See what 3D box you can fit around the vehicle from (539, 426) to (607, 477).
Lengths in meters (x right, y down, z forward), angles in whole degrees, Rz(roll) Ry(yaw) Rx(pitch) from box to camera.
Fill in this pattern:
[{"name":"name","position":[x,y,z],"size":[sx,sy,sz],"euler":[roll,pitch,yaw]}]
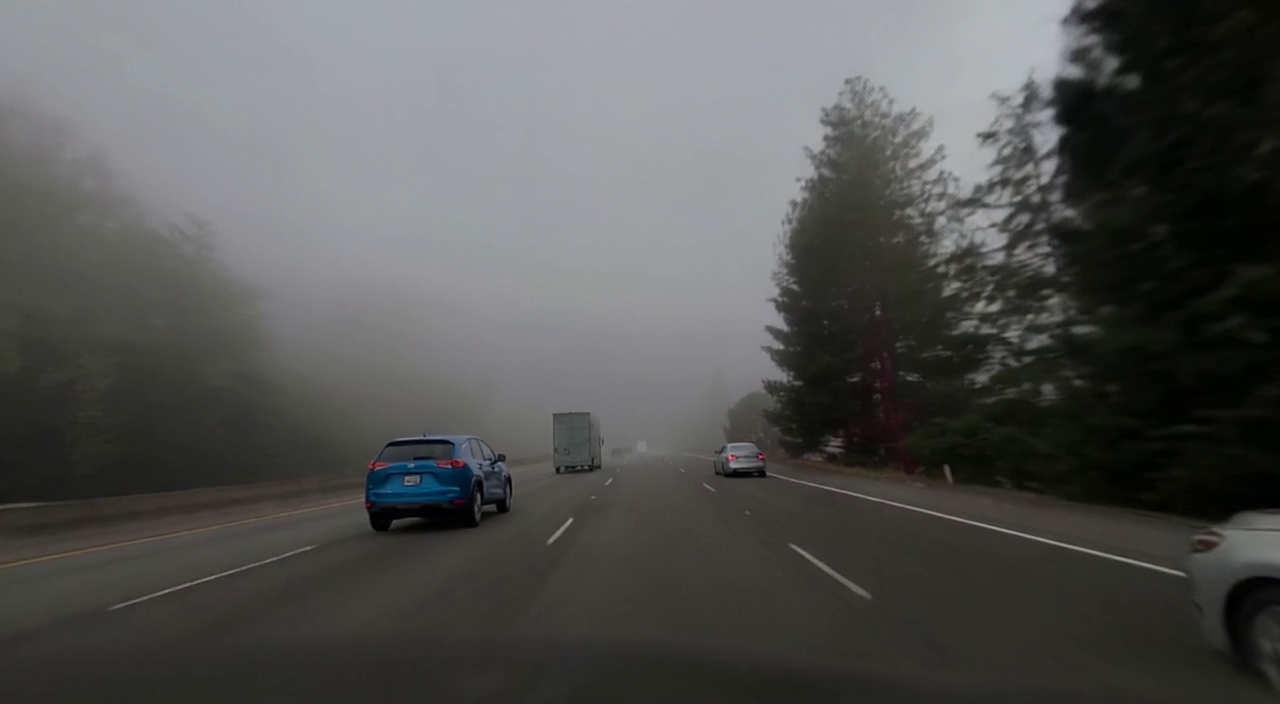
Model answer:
[{"name":"vehicle","position":[-3.005,4.635,29.666],"size":[2.494,2.136,5.539],"euler":[0,-8,1]}]

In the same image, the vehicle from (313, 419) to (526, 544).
[{"name":"vehicle","position":[-3.450,2.103,10.905],"size":[2.080,1.716,4.207],"euler":[0,-8,1]}]

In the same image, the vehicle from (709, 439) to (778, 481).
[{"name":"vehicle","position":[4.192,4.429,26.240],"size":[2.071,1.570,4.637],"euler":[0,-8,0]}]

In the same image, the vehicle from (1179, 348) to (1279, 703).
[{"name":"vehicle","position":[3.992,0.575,1.075],"size":[2.066,1.696,4.604],"euler":[0,-8,1]}]
